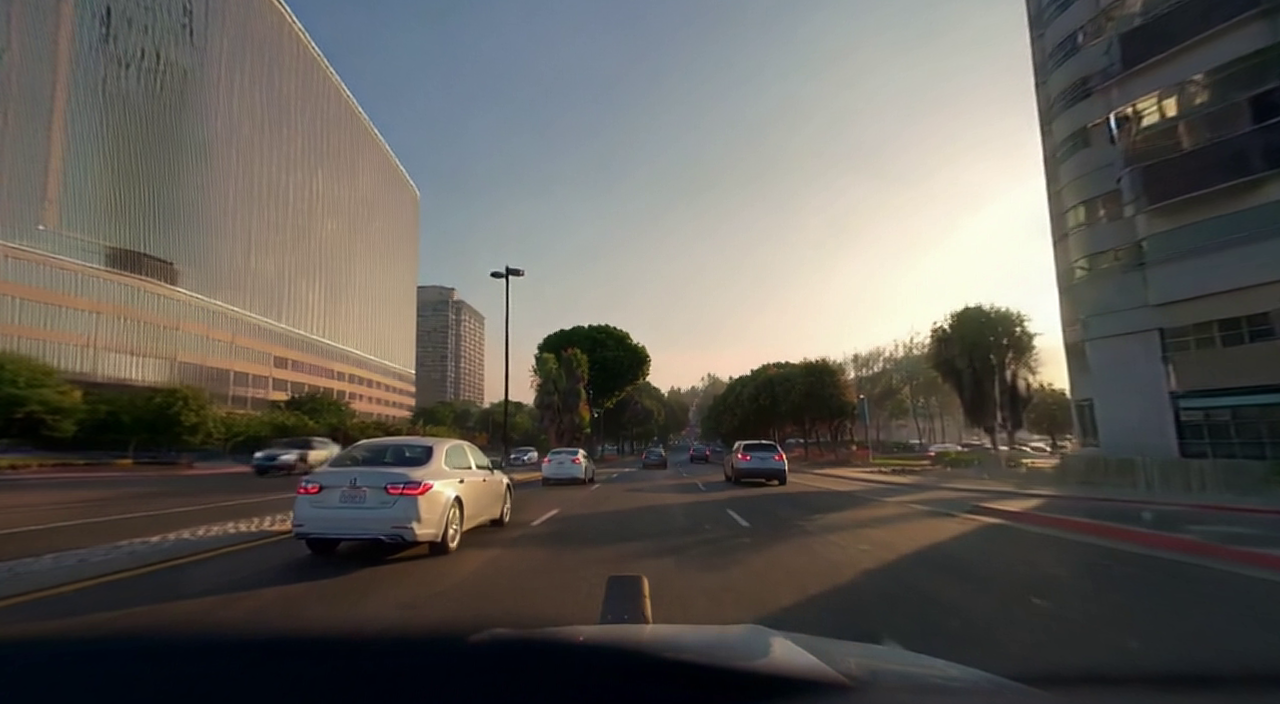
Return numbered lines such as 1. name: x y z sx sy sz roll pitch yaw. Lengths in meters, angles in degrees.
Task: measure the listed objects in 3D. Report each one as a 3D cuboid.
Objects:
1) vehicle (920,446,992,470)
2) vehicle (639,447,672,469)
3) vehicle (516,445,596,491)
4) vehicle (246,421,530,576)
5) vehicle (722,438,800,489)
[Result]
1. vehicle: 18.589 6.232 37.121 3.368 1.389 1.595 1 -9 -9
2. vehicle: 1.116 7.285 43.493 2.164 1.477 3.988 0 -9 2
3. vehicle: -2.849 4.029 22.289 1.980 1.454 4.226 -1 -9 4
4. vehicle: -2.972 1.844 8.739 2.118 1.568 4.436 0 -9 0
5. vehicle: 4.346 4.073 23.294 2.103 1.699 4.171 0 -9 1
